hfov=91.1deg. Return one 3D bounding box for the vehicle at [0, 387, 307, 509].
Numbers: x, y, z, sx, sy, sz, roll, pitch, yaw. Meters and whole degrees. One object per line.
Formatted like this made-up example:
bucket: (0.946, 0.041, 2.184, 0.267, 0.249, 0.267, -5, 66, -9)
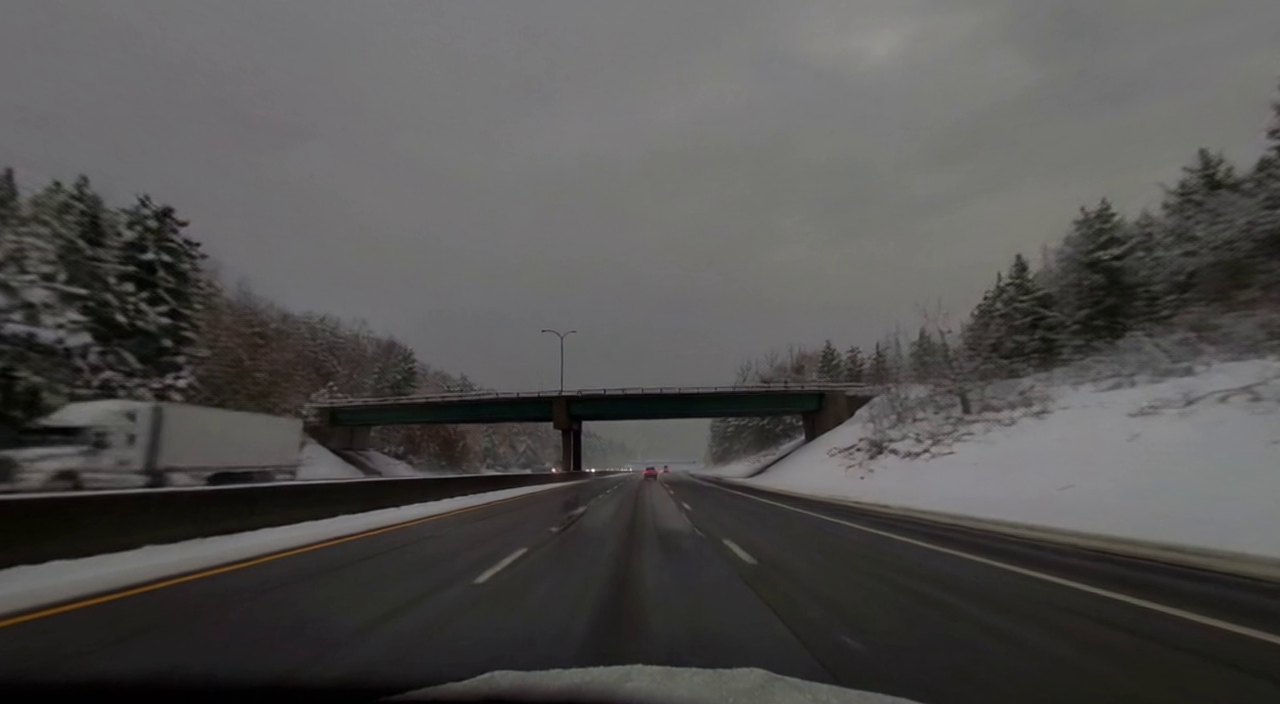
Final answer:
vehicle: (-19.702, 4.397, 27.548, 2.814, 4.002, 13.544, 1, -11, 0)
